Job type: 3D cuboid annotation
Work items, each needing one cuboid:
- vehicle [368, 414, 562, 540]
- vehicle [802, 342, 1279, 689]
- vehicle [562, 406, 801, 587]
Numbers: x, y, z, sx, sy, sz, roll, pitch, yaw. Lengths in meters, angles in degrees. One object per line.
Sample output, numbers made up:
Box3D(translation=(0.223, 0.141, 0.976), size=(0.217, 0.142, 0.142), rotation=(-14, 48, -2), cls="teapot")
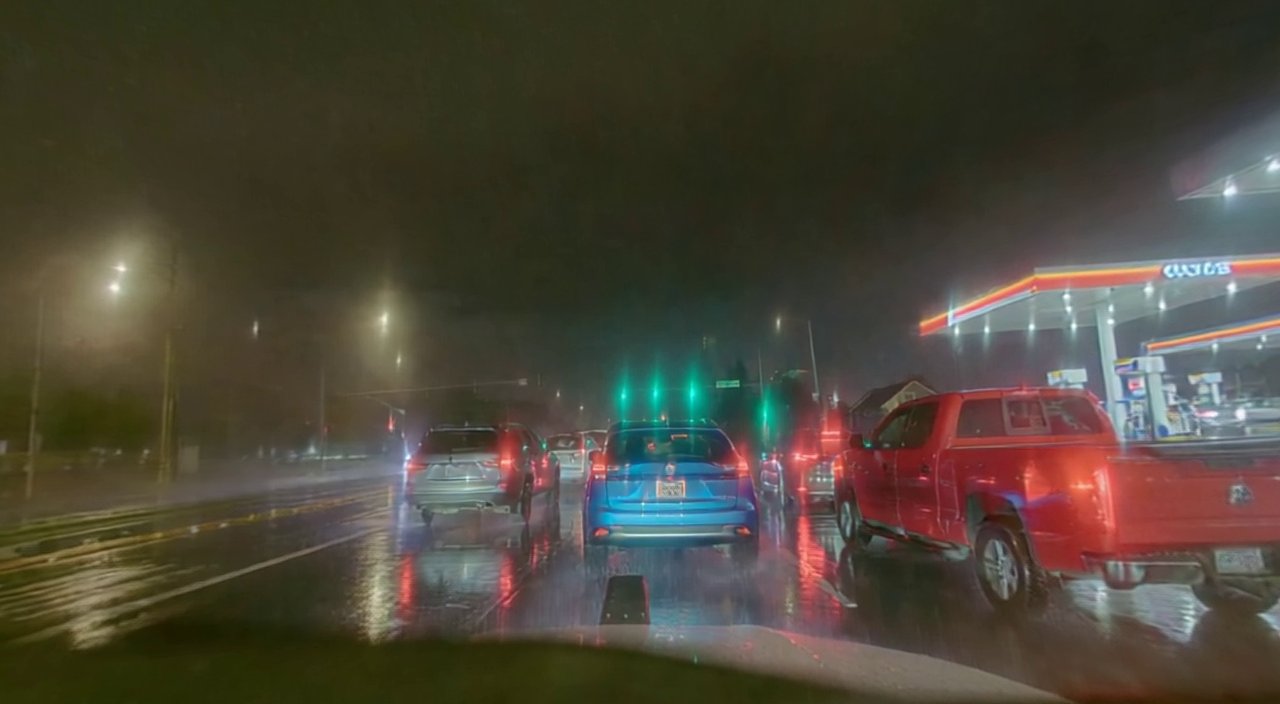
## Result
Box3D(translation=(-2.709, 2.064, 10.974), size=(2.019, 1.731, 4.299), rotation=(0, -8, 2), cls="vehicle")
Box3D(translation=(3.411, 1.262, 6.132), size=(2.161, 1.868, 5.321), rotation=(0, -8, -1), cls="vehicle")
Box3D(translation=(0.366, 1.628, 7.896), size=(2.181, 1.650, 4.083), rotation=(0, -8, 0), cls="vehicle")
